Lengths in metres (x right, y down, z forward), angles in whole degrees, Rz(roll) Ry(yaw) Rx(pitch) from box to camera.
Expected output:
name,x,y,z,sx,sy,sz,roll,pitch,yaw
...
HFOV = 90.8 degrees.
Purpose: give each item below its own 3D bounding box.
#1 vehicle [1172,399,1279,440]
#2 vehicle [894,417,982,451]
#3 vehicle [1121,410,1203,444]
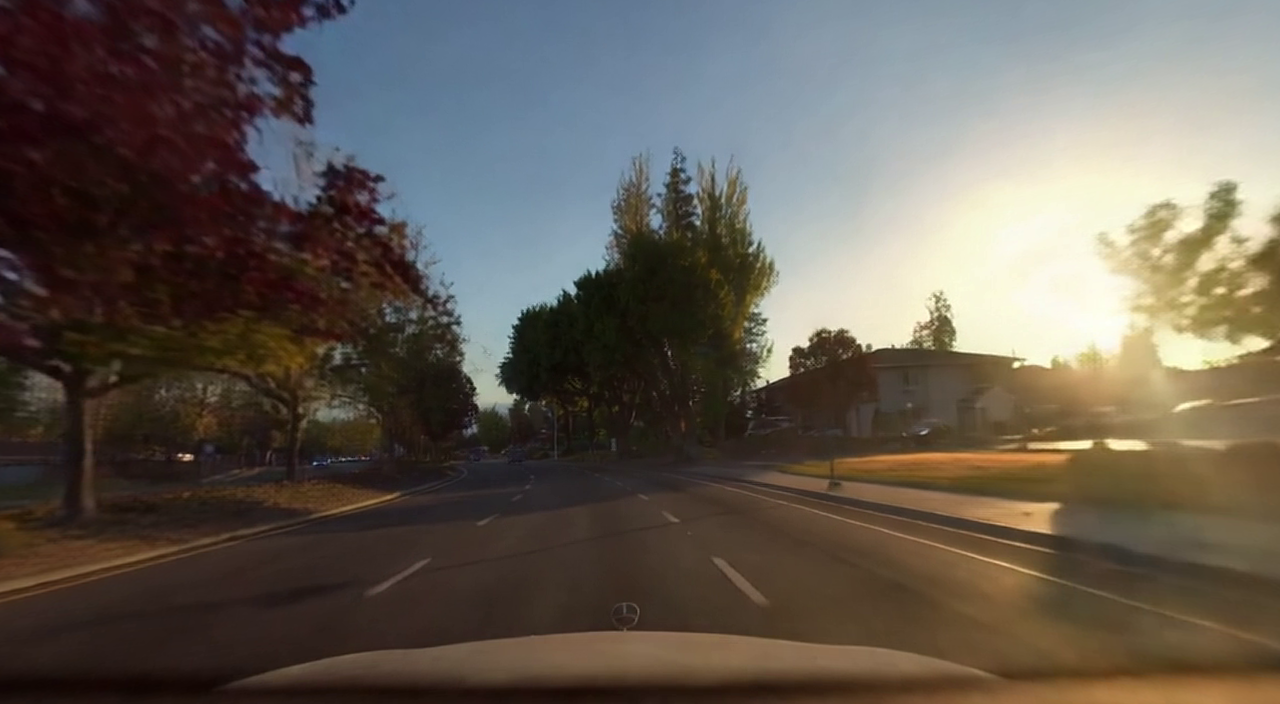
name,x,y,z,sx,sy,sz,roll,pitch,yaw
vehicle,26.068,3.007,27.566,2.033,1.533,4.370,-2,-9,4
vehicle,17.766,4.887,37.653,4.802,1.900,2.373,4,-9,-32
vehicle,24.286,3.539,29.331,4.230,1.459,1.889,7,-11,-37
